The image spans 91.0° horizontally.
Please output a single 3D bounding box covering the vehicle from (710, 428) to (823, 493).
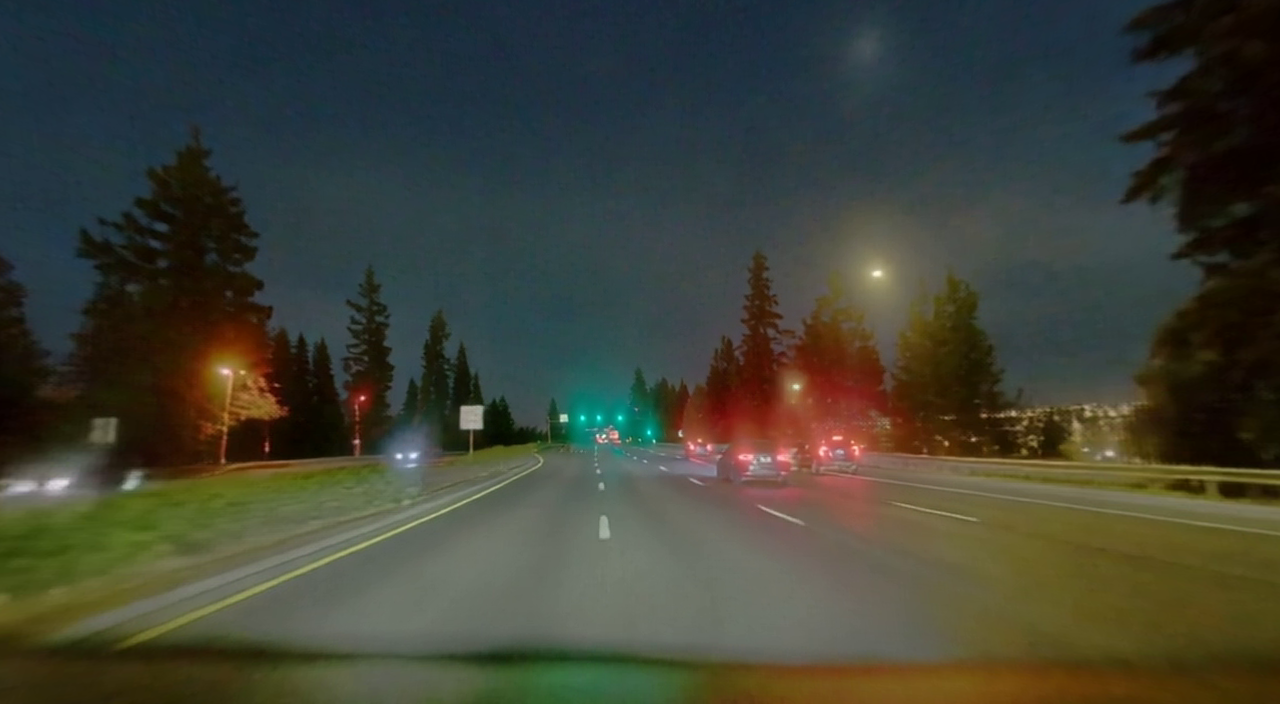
[{"bbox_3d":[3.568,3.175,18.833,2.066,1.683,4.675,0,-8,-5],"label":"vehicle"}]
